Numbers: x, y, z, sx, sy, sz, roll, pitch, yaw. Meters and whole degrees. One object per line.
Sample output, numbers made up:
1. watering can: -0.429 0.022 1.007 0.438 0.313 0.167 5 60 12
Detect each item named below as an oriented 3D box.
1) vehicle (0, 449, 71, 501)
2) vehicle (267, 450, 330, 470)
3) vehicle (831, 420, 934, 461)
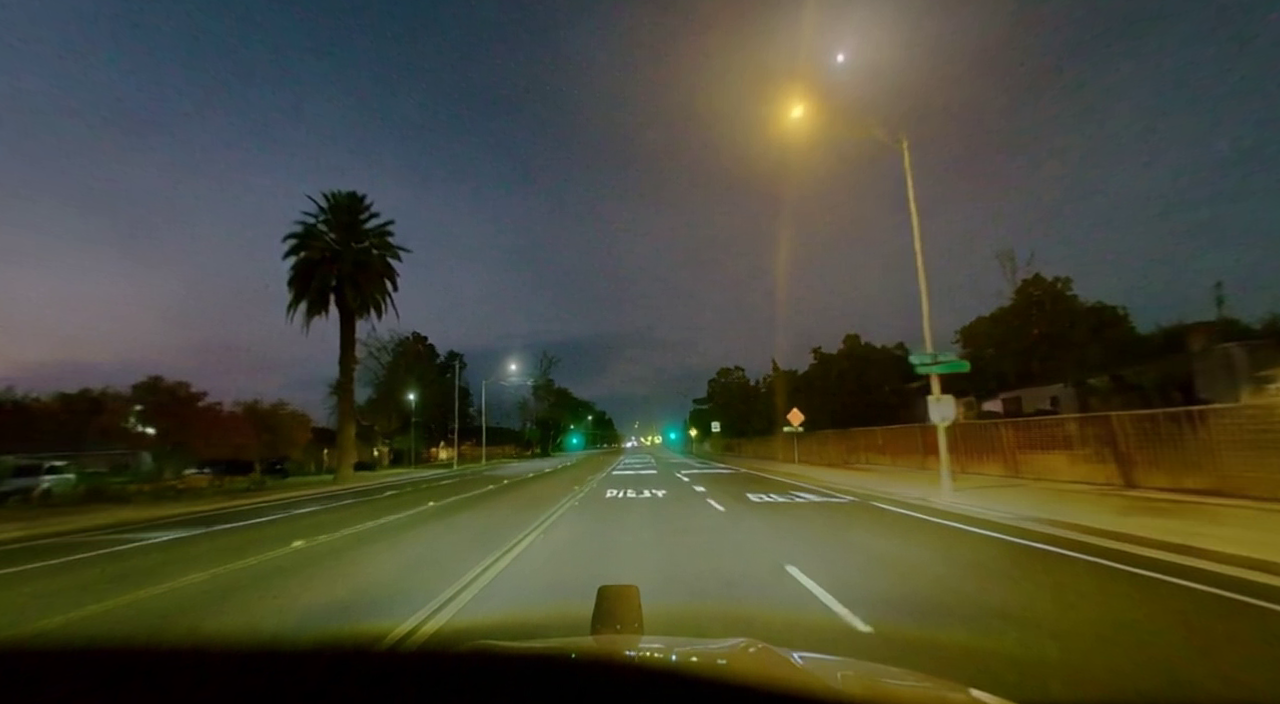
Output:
1. vehicle: -26.041 5.145 25.995 5.622 1.769 2.331 -9 -7 31
2. vehicle: -25.928 8.173 47.966 4.452 1.466 1.910 -5 -10 27
3. vehicle: 12.846 4.726 33.485 4.963 2.031 2.132 4 -10 -23
